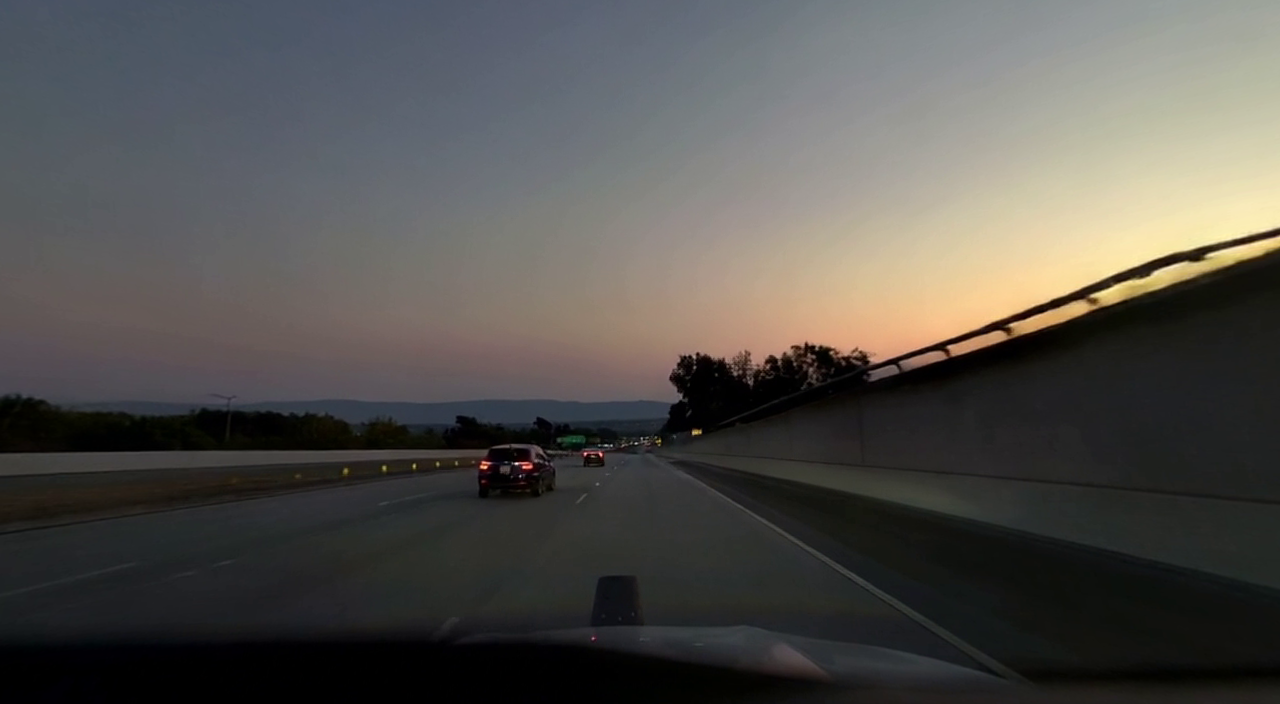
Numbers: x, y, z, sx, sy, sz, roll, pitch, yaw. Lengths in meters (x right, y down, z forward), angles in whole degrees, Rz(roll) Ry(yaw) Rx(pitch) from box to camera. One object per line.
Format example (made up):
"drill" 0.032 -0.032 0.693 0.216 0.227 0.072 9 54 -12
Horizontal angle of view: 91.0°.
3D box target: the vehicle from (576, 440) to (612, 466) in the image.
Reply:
"vehicle" -3.094 6.977 43.496 2.133 1.683 4.340 0 -9 1

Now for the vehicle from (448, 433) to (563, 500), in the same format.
"vehicle" -3.457 3.045 17.110 2.195 1.573 4.176 0 -9 0
